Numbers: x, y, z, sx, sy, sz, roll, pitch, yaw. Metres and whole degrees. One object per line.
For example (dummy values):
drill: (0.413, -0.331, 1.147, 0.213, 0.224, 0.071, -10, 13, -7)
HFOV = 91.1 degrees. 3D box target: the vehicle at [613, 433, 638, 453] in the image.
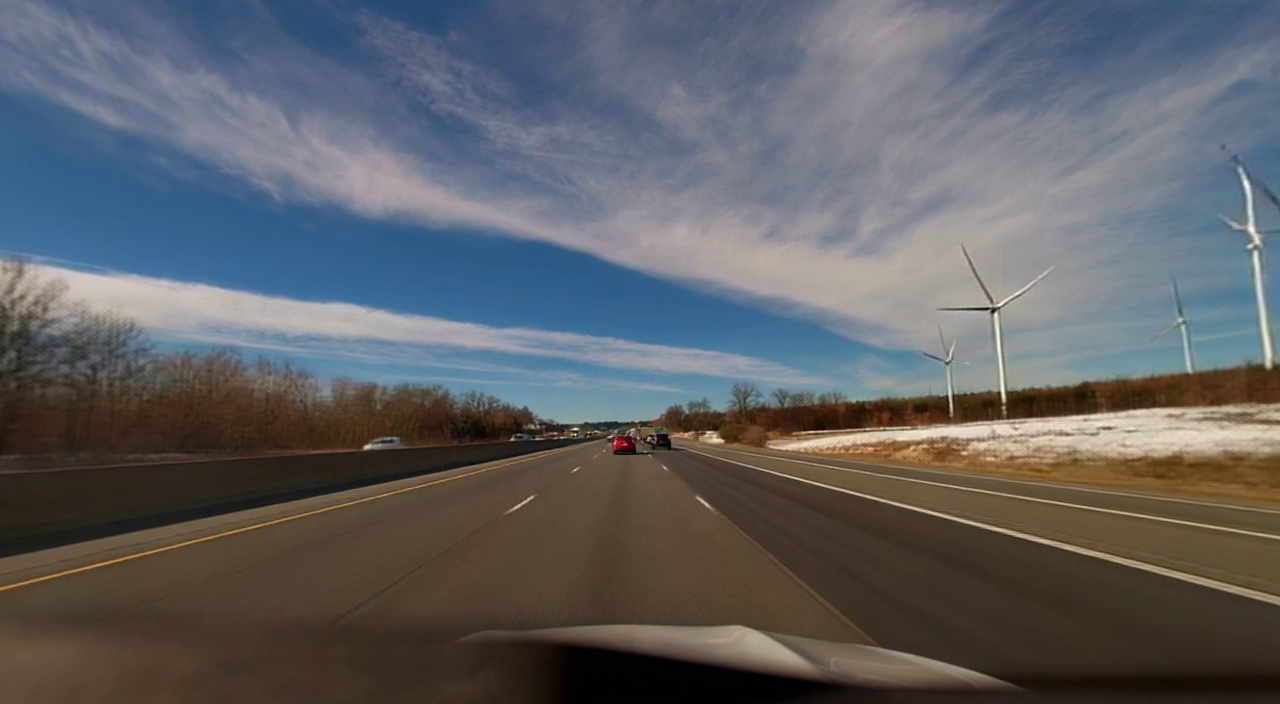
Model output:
vehicle: (-1.173, 7.126, 49.515, 1.892, 1.496, 3.575, 0, -8, -2)
